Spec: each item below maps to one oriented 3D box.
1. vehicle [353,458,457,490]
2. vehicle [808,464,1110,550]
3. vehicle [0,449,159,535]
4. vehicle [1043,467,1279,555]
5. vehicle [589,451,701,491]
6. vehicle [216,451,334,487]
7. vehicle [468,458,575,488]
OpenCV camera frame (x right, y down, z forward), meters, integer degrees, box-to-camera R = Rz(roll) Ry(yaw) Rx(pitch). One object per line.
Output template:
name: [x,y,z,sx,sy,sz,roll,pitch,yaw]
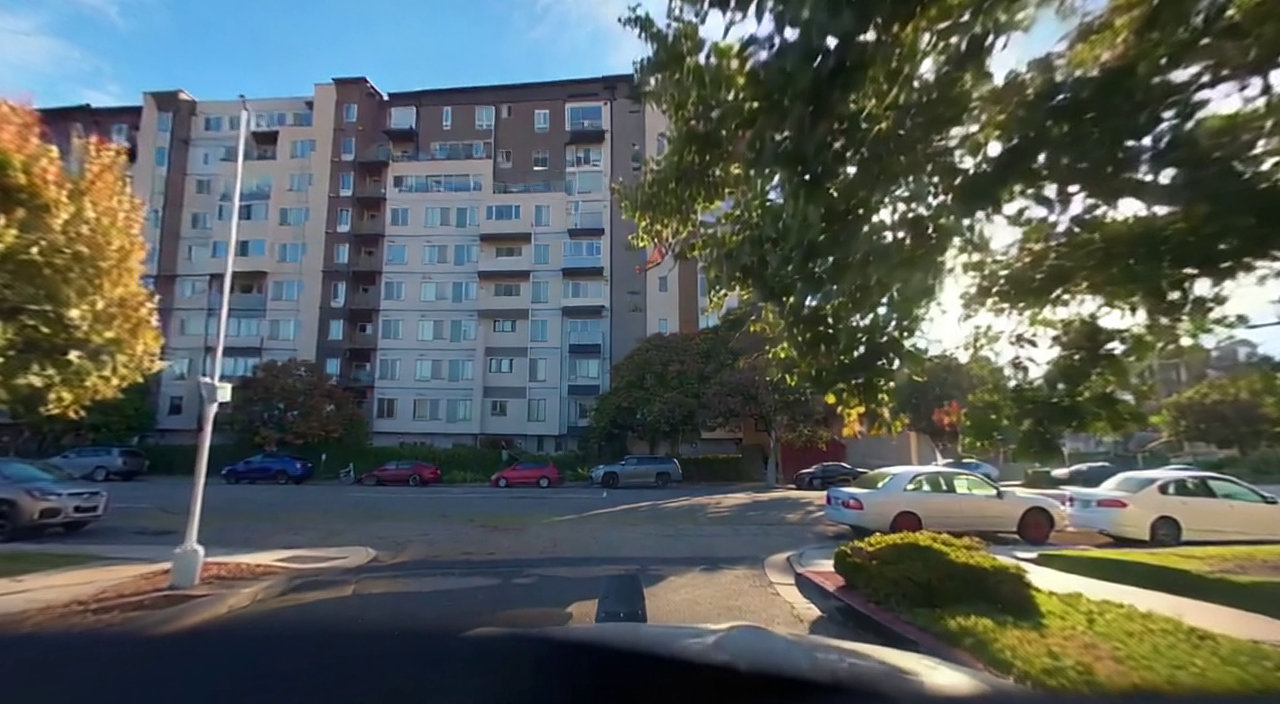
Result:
vehicle: [-11.301,5.886,30.587,4.336,1.438,1.776,1,-9,-3]
vehicle: [5.896,2.920,12.222,4.714,1.471,1.978,0,-10,2]
vehicle: [-12.430,2.674,12.344,4.359,1.519,1.964,0,-9,-1]
vehicle: [10.644,3.004,12.260,4.163,1.500,2.076,0,-10,0]
vehicle: [0.168,5.802,30.809,5.299,1.860,2.098,1,-10,-4]
vehicle: [-17.437,5.590,30.376,4.426,1.641,1.889,1,-10,-4]
vehicle: [-5.680,5.897,30.723,4.851,1.339,1.785,-1,-12,-2]
